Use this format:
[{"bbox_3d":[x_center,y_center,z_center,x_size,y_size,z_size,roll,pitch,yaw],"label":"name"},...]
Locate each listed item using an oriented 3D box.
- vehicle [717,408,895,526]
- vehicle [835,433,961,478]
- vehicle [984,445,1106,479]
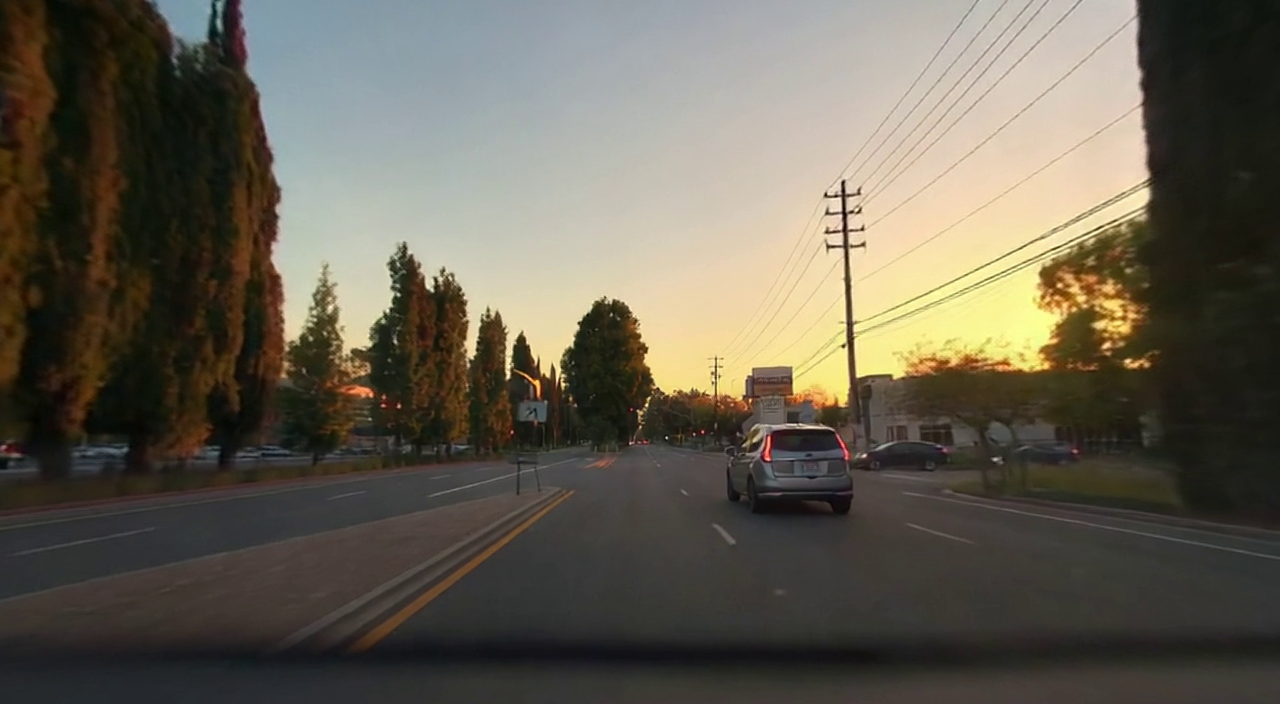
[{"bbox_3d":[2.888,2.147,12.300,2.060,1.820,4.713,0,-8,-1],"label":"vehicle"},{"bbox_3d":[11.716,4.740,28.947,4.801,1.802,2.022,-2,-9,-2],"label":"vehicle"},{"bbox_3d":[18.545,5.037,29.094,4.208,1.434,2.021,0,-8,0],"label":"vehicle"}]
